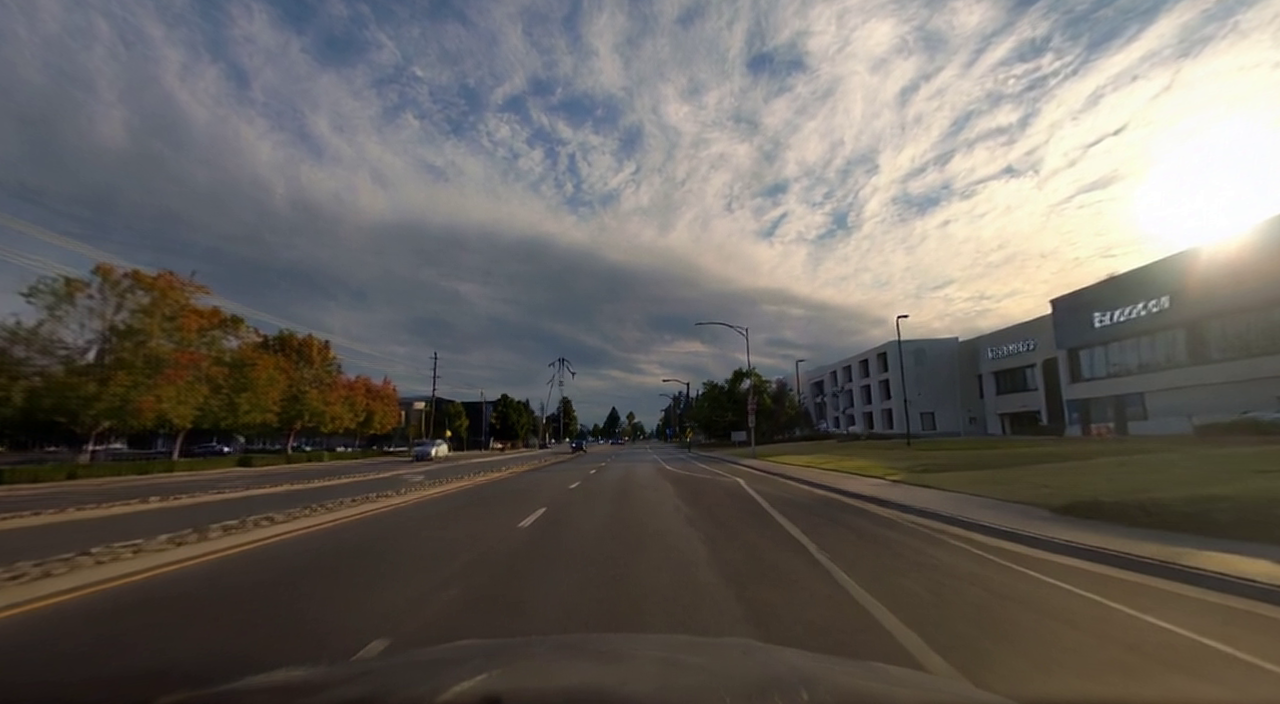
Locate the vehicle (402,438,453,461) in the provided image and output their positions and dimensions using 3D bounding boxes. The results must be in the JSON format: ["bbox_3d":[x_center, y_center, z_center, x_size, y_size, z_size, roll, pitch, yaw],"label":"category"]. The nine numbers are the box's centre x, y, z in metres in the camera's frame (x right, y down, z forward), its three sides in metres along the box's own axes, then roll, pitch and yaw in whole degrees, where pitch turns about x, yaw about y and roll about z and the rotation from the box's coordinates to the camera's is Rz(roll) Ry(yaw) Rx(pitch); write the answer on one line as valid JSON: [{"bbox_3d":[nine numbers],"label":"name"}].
[{"bbox_3d":[-15.926,7.330,47.616,2.131,1.679,4.554,-1,-8,2],"label":"vehicle"}]
